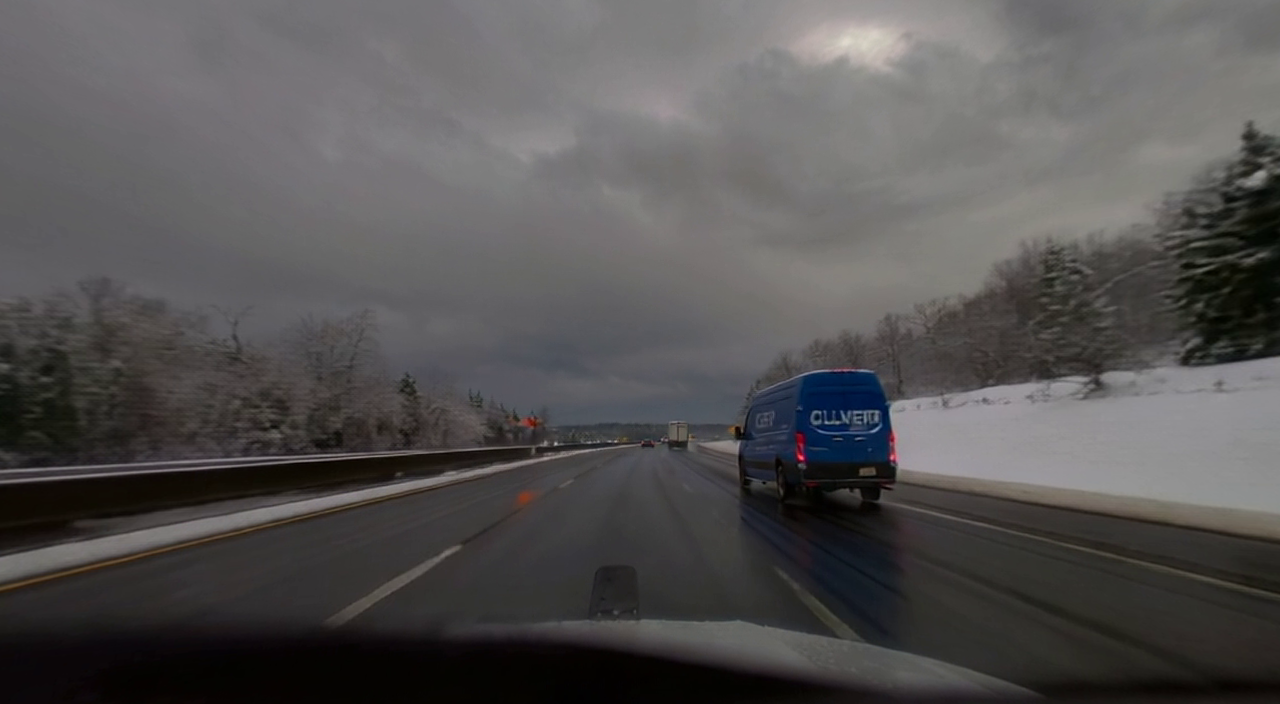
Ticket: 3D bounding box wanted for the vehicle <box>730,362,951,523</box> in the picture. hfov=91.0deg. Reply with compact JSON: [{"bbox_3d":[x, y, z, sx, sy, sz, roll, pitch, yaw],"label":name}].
[{"bbox_3d":[3.599,1.828,12.872,2.485,2.562,5.535,0,-8,-2],"label":"vehicle"}]
